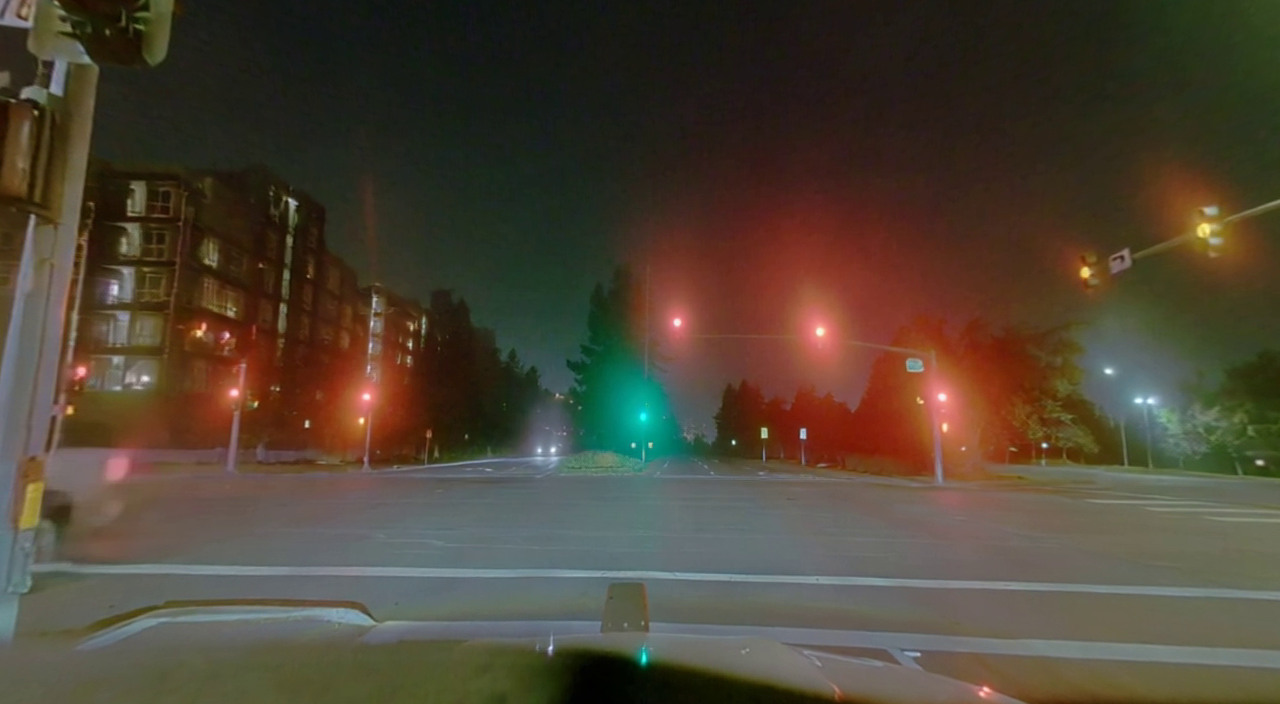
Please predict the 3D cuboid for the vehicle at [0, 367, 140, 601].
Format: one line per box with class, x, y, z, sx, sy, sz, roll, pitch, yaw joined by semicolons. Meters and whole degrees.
vehicle;-6.091;0.810;3.437;2.234;1.796;5.416;0;-8;0
